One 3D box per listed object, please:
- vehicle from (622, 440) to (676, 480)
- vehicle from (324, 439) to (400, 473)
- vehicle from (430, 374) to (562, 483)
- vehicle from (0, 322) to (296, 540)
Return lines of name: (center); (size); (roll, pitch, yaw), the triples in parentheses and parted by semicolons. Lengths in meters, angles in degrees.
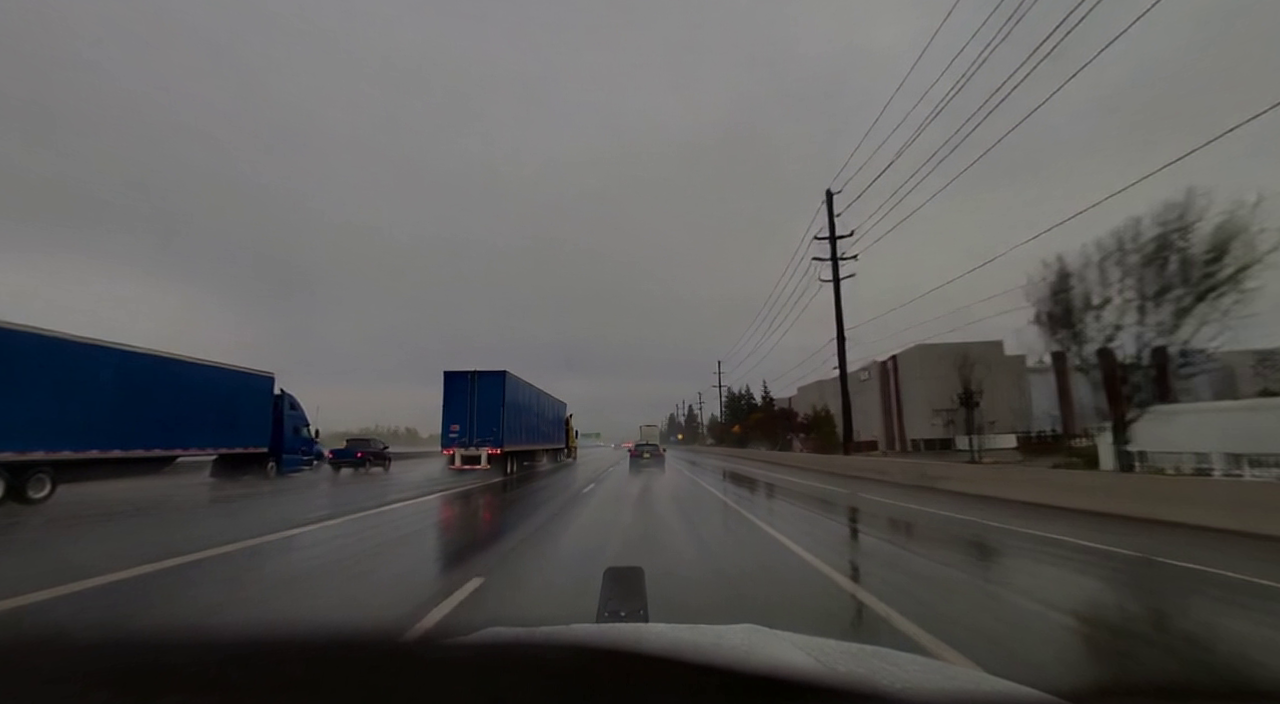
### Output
vehicle: (0.348, 4.491, 26.541); (2.055, 1.514, 4.323); (0, -8, 0)
vehicle: (-14.644, 5.500, 33.564); (1.938, 1.679, 4.469); (0, -9, 1)
vehicle: (-6.311, 3.986, 31.276); (2.907, 4.081, 15.311); (0, -8, 0)
vehicle: (-10.688, 1.556, 11.870); (2.896, 3.140, 9.491); (0, -8, 1)
